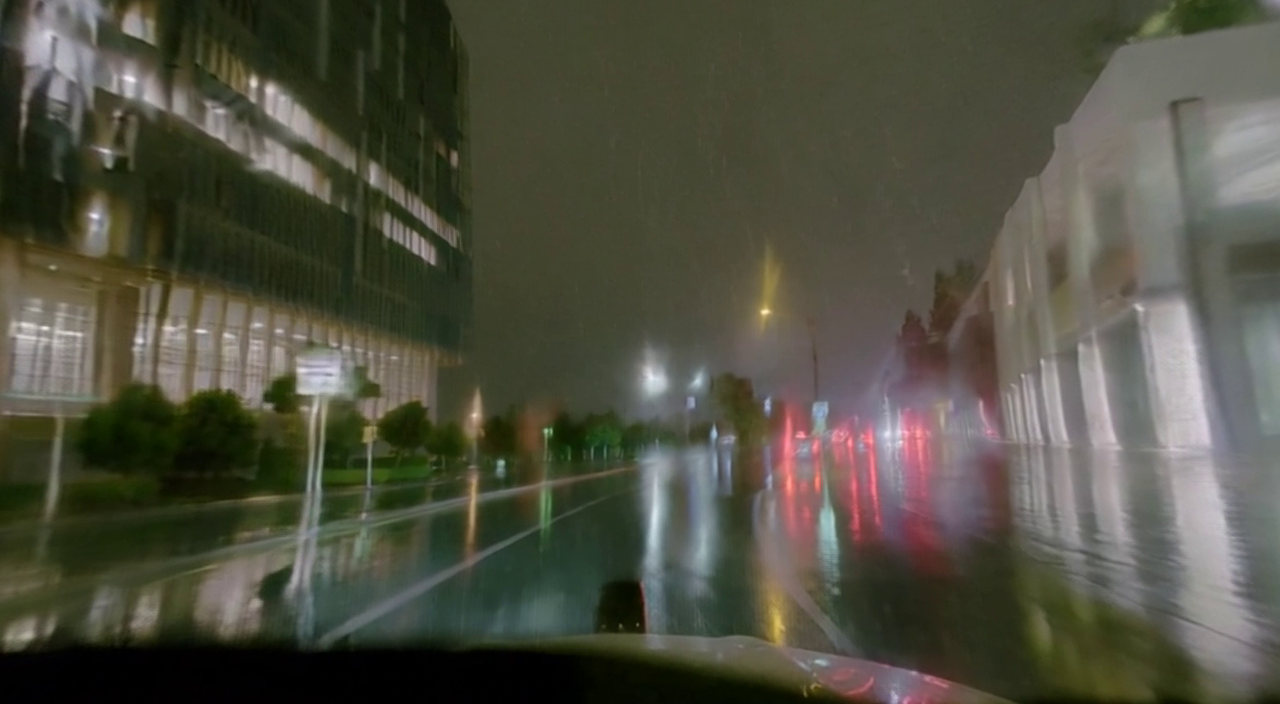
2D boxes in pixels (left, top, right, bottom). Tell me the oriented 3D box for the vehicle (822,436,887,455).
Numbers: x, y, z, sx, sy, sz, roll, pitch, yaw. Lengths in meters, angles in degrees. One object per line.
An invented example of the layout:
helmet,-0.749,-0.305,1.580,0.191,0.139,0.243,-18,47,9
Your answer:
vehicle,15.980,6.949,47.047,4.218,1.385,1.830,2,-9,-16

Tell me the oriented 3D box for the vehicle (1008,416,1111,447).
vehicle,25.775,4.947,38.914,4.871,1.757,2.014,-9,-12,44
